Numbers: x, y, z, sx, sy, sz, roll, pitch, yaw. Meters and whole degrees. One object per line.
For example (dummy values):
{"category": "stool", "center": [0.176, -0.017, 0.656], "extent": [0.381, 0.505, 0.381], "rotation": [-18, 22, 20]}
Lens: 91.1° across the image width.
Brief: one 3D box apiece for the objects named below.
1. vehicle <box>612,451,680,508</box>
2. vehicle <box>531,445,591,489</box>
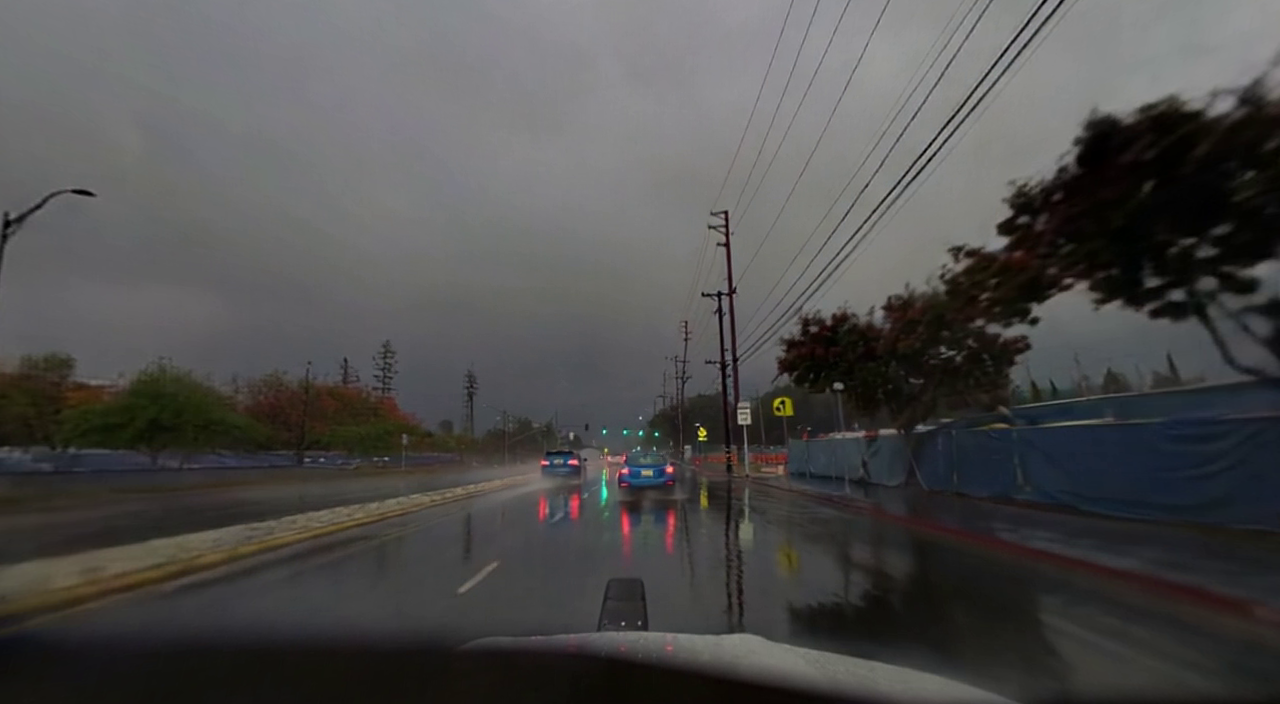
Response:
{"category": "vehicle", "center": [0.185, 4.197, 21.149], "extent": [2.059, 1.691, 3.980], "rotation": [-1, -9, 0]}
{"category": "vehicle", "center": [-3.537, 5.258, 29.022], "extent": [2.078, 1.804, 4.387], "rotation": [-1, -9, 1]}
